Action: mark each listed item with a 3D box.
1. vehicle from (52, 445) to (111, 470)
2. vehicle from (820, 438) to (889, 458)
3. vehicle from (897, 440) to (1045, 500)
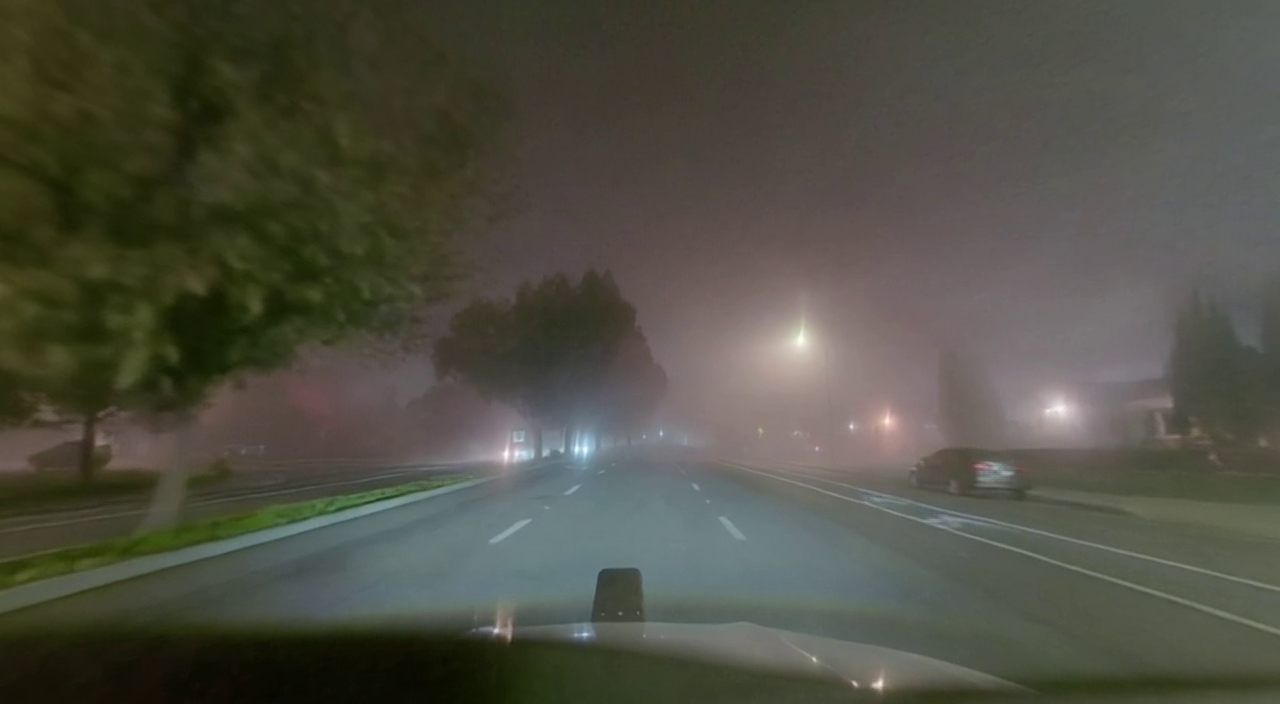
[{"bbox_3d":[-43.892,8.235,49.601,4.783,1.848,2.139,-6,-10,34],"label":"vehicle"},{"bbox_3d":[16.553,7.431,48.896,4.592,1.472,2.009,0,-9,0],"label":"vehicle"},{"bbox_3d":[9.666,3.455,18.954,2.076,1.547,4.398,0,-9,0],"label":"vehicle"}]
